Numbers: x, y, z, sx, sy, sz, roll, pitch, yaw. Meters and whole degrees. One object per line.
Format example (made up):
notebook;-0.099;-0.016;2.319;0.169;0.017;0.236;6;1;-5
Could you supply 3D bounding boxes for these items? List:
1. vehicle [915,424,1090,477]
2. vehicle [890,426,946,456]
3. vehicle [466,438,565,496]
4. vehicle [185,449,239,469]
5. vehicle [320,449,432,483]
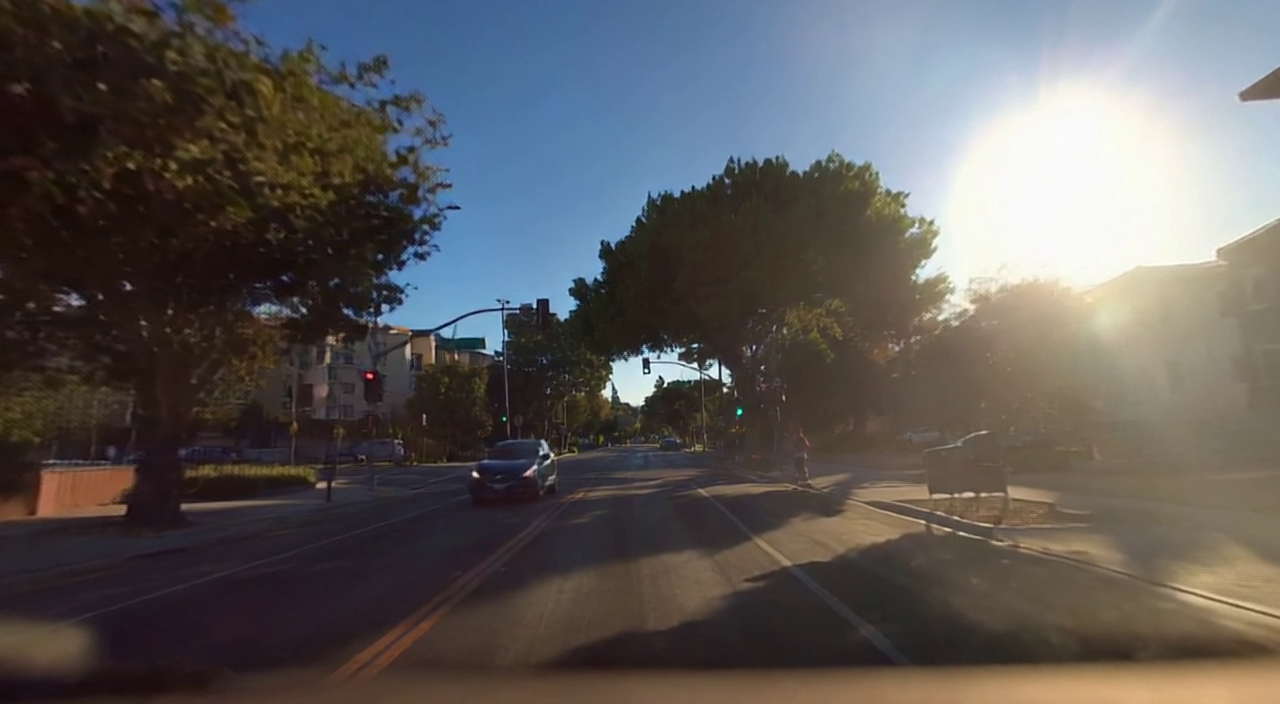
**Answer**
vehicle;12.748;3.491;22.457;4.908;1.521;2.108;-2;-9;-5
vehicle;17.096;5.515;39.100;2.013;1.722;4.007;-2;-9;7
vehicle;-3.546;3.370;18.883;2.015;1.508;4.353;0;-9;1
vehicle;-32.983;8.259;48.810;1.649;1.428;3.898;1;-9;-5
vehicle;-11.705;5.064;28.136;4.135;1.424;1.945;-1;-9;8
